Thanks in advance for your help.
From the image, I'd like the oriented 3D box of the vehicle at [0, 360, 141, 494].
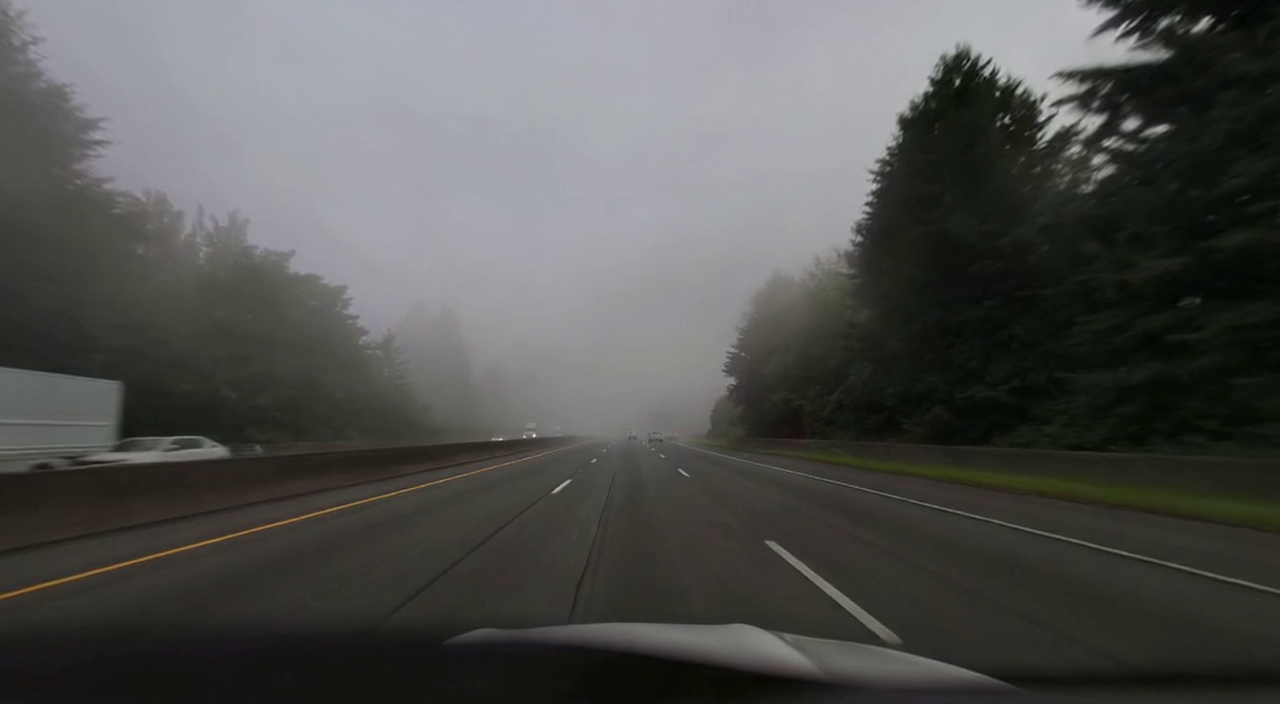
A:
[{"bbox_3d":[-20.640,1.875,15.970,2.934,3.998,16.255,0,-8,-1],"label":"vehicle"}]
